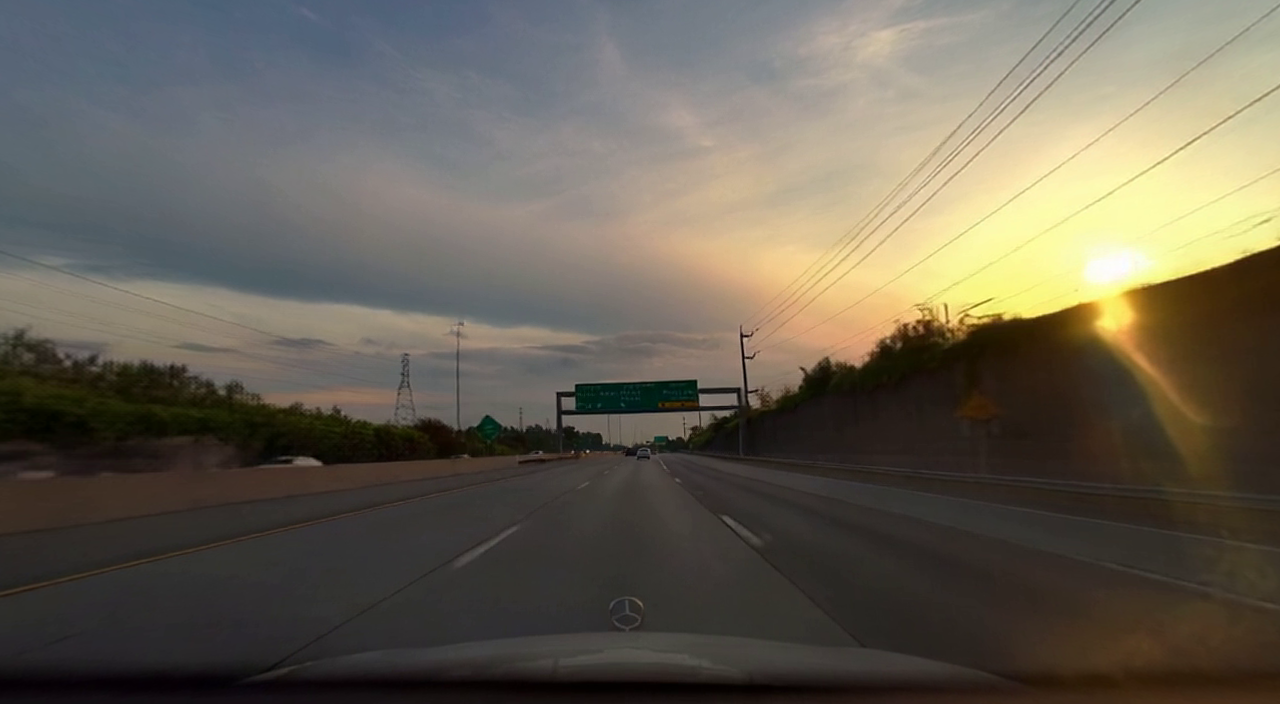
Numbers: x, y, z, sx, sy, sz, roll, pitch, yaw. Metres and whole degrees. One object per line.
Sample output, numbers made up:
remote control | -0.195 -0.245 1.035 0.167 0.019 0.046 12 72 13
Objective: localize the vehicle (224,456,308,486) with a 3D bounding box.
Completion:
vehicle | -20.359 6.463 34.559 1.831 1.473 4.526 0 -9 -1
